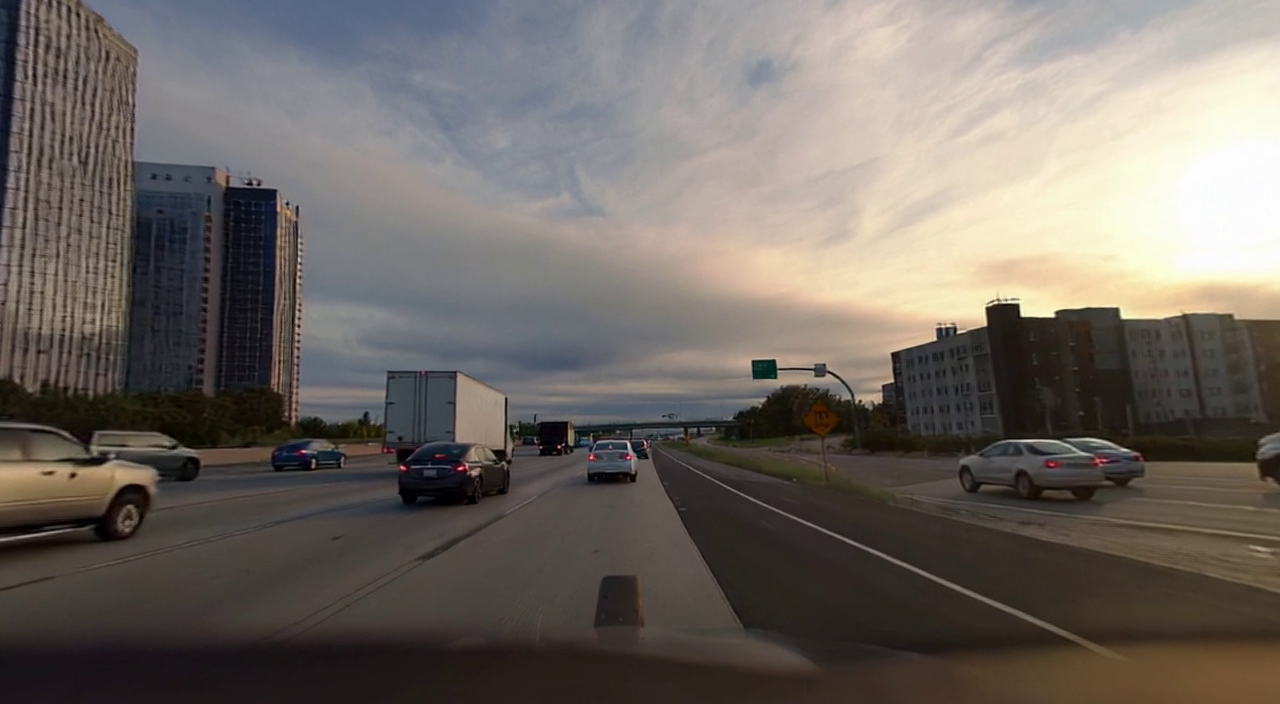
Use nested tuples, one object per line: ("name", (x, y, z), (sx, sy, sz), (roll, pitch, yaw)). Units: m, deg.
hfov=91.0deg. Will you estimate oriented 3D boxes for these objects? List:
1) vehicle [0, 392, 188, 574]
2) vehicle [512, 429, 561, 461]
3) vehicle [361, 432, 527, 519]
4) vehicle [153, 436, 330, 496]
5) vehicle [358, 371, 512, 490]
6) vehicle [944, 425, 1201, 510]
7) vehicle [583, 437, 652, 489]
("vehicle", (-7.563, 1.343, 6.489), (2.190, 1.821, 4.800), (0, -8, 0))
("vehicle", (-6.994, 6.353, 43.040), (2.339, 2.059, 5.359), (0, -8, 1))
("vehicle", (-3.818, 2.482, 13.204), (2.016, 1.497, 4.235), (0, -8, 2))
("vehicle", (-11.111, 3.194, 18.101), (1.987, 1.495, 4.710), (0, -8, 0))
("vehicle", (-6.668, 2.822, 22.093), (2.955, 3.359, 8.322), (0, -8, -3))
("vehicle", (11.694, 3.139, 17.744), (2.415, 1.972, 5.572), (2, -9, -15))
("vehicle", (-0.641, 3.492, 20.150), (1.991, 1.488, 3.922), (0, -8, 0))
